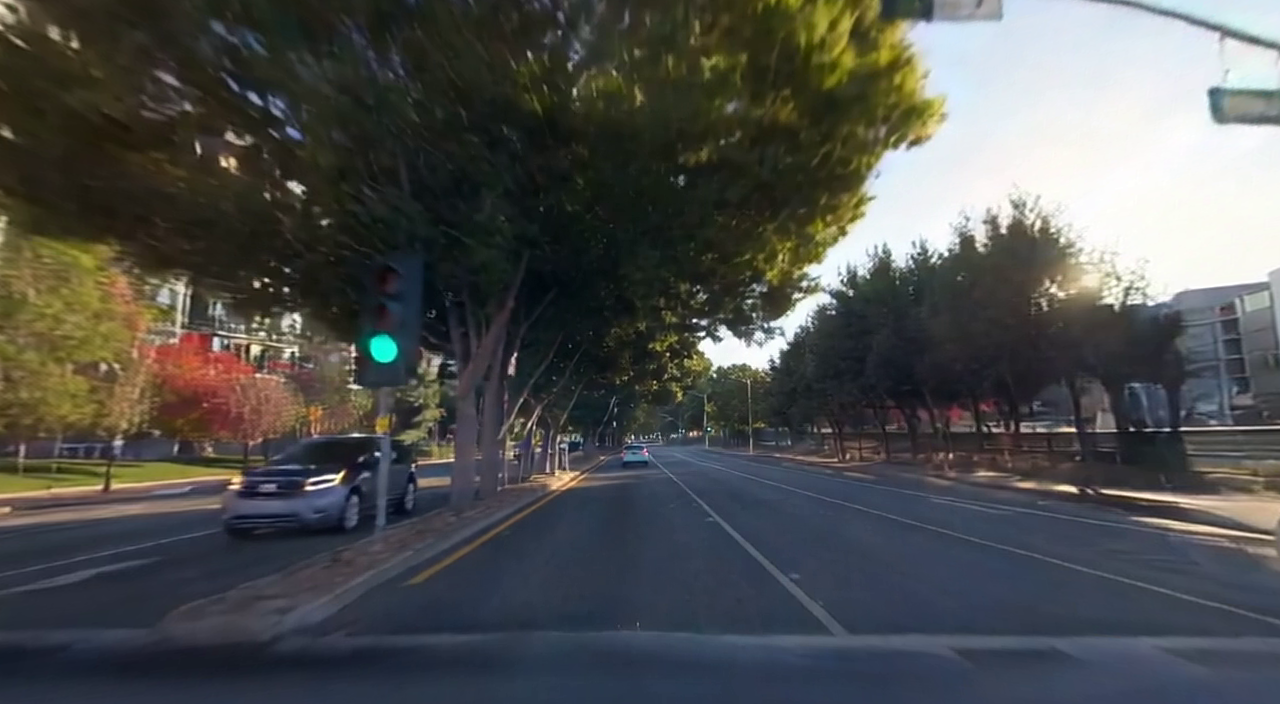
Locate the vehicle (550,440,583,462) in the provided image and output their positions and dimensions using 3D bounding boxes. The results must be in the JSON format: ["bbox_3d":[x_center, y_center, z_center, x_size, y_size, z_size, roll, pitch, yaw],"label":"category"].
[{"bbox_3d":[-5.495,7.493,47.601,1.939,1.608,3.924,0,-9,1],"label":"vehicle"}]

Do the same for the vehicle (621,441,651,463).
[{"bbox_3d":[-0.309,7.131,44.847,2.064,1.477,3.968,0,-9,-1],"label":"vehicle"}]

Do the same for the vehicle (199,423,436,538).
[{"bbox_3d":[-5.323,2.159,11.185,2.016,1.631,4.148,0,-9,-1],"label":"vehicle"}]
